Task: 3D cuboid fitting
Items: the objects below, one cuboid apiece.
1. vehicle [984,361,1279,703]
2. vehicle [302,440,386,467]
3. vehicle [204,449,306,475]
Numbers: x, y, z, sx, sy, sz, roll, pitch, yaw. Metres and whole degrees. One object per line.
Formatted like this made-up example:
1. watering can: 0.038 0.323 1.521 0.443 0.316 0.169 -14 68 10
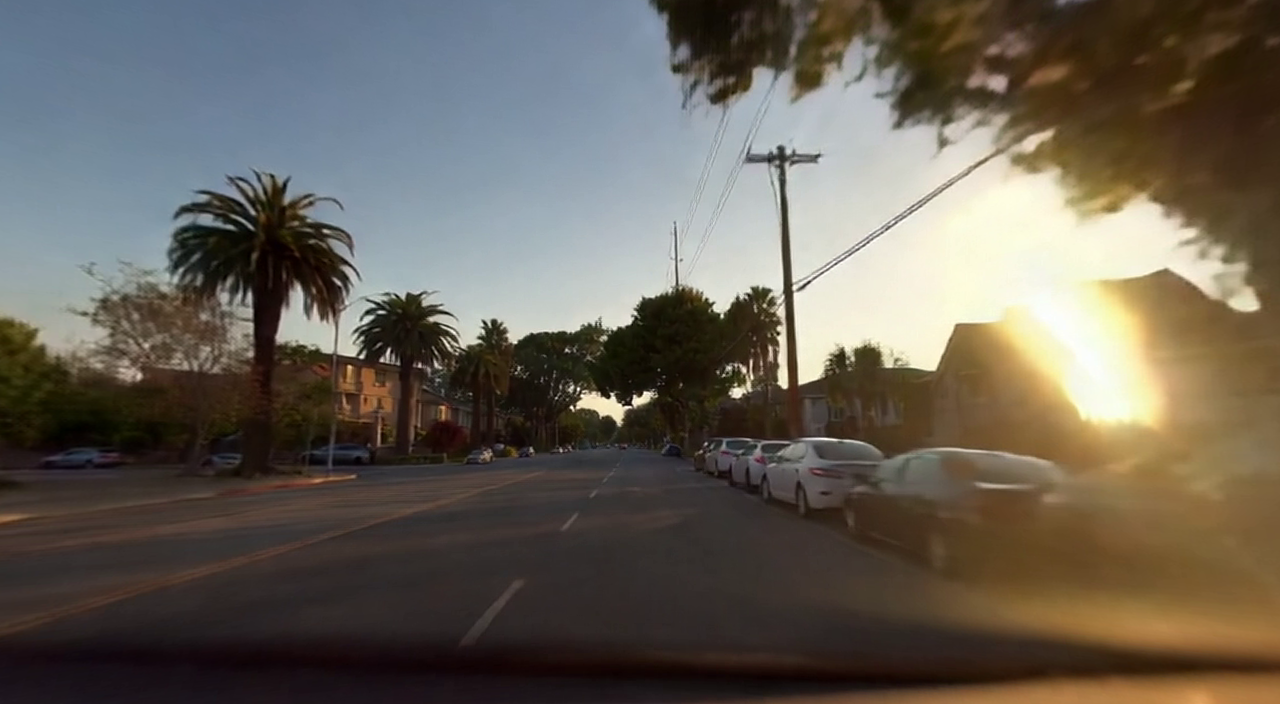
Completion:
1. vehicle: 3.914 0.953 3.096 1.917 1.741 4.420 0 -9 0
2. vehicle: -22.858 7.852 48.902 5.386 2.043 2.124 0 -9 0
3. vehicle: -23.689 6.787 38.995 4.946 1.518 2.115 0 -9 1
